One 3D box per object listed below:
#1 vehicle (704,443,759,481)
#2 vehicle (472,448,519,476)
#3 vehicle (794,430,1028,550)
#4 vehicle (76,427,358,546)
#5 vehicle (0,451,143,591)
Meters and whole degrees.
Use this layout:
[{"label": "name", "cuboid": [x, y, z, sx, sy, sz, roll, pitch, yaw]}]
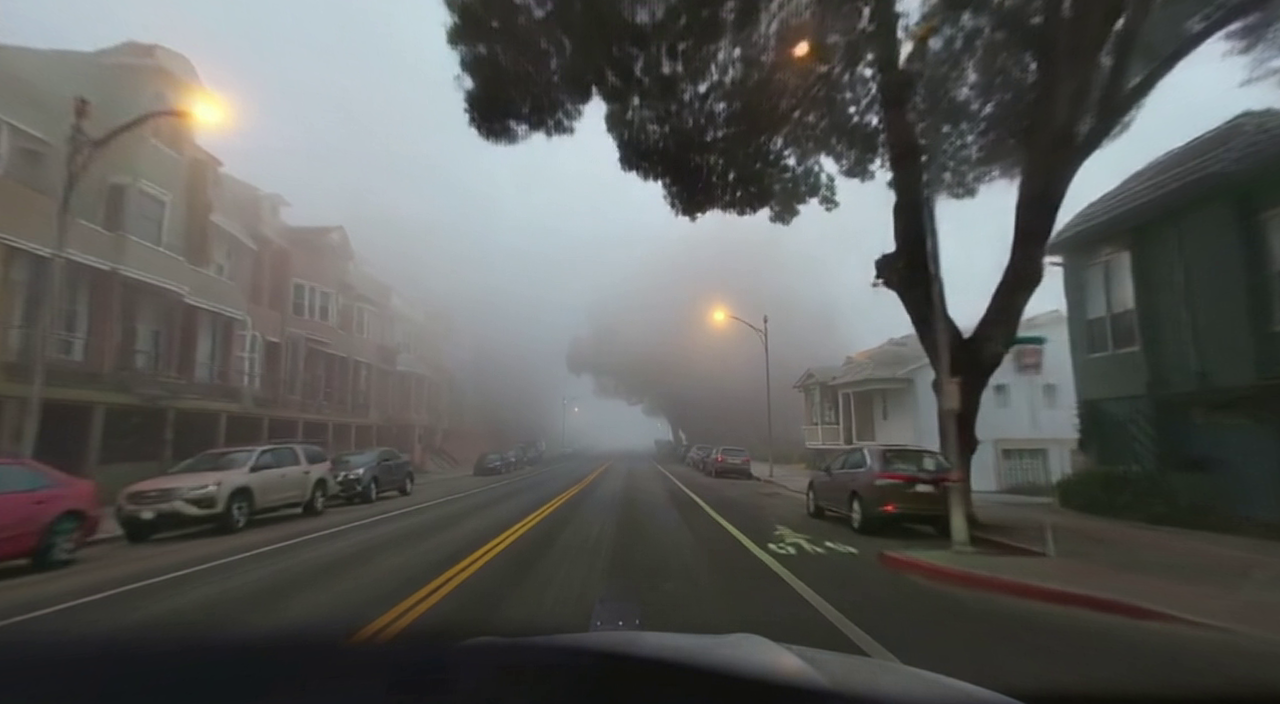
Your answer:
[{"label": "vehicle", "cuboid": [4.060, 4.960, 28.769, 1.845, 1.556, 3.929, 0, -9, -1]}, {"label": "vehicle", "cuboid": [-8.264, 6.306, 36.446, 1.852, 1.482, 3.916, 0, -9, -2]}, {"label": "vehicle", "cuboid": [4.361, 2.272, 11.109, 2.034, 1.674, 4.271, 1, -9, -3]}, {"label": "vehicle", "cuboid": [-7.872, 2.541, 12.615, 2.283, 1.853, 4.903, -1, -9, -1]}, {"label": "vehicle", "cuboid": [-7.993, 1.826, 6.705, 1.967, 1.517, 4.360, 0, -9, -2]}]
